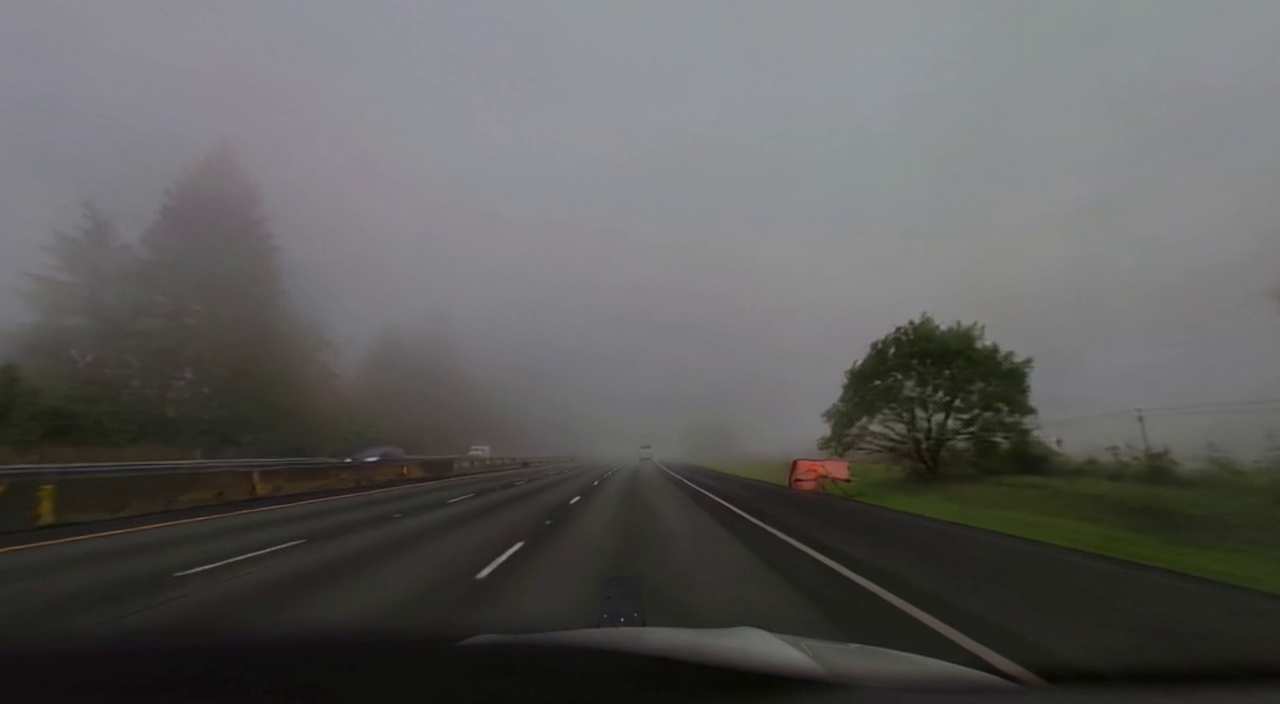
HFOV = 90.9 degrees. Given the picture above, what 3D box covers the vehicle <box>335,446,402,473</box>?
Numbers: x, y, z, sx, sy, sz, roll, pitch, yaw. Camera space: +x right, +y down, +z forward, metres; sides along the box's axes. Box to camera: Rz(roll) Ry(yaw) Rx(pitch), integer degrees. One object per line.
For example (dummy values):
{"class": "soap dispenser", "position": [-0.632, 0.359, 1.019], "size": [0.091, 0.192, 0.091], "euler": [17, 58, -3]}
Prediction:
{"class": "vehicle", "position": [-15.906, 6.310, 37.134], "size": [1.851, 1.440, 4.562], "euler": [0, -9, 1]}
